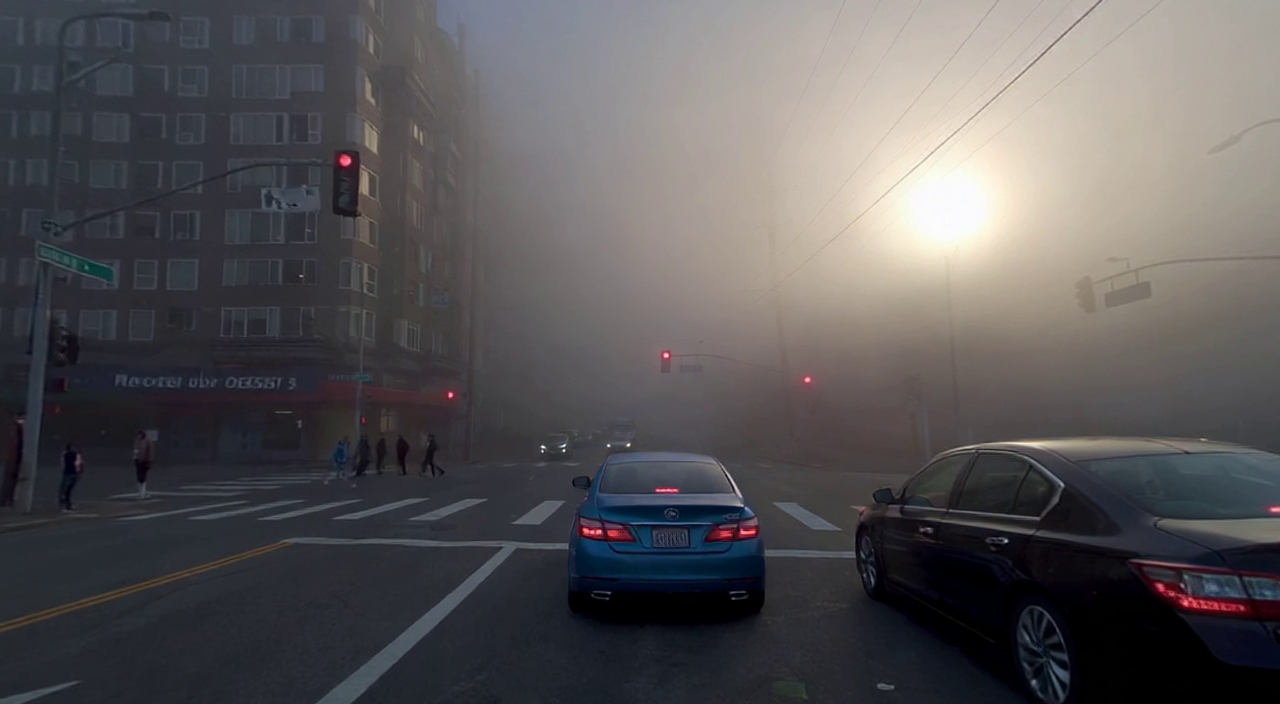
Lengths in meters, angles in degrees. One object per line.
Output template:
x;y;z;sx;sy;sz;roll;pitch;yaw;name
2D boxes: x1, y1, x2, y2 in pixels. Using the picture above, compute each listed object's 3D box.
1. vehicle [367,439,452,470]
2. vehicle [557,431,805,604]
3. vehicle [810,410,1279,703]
-12.867;5.716;35.271;2.030;1.596;3.912;-7;-11;40;vehicle
0.286;1.729;7.522;2.132;1.464;4.089;0;-8;-2;vehicle
2.814;1.292;4.567;1.961;1.498;4.356;0;-8;0;vehicle
